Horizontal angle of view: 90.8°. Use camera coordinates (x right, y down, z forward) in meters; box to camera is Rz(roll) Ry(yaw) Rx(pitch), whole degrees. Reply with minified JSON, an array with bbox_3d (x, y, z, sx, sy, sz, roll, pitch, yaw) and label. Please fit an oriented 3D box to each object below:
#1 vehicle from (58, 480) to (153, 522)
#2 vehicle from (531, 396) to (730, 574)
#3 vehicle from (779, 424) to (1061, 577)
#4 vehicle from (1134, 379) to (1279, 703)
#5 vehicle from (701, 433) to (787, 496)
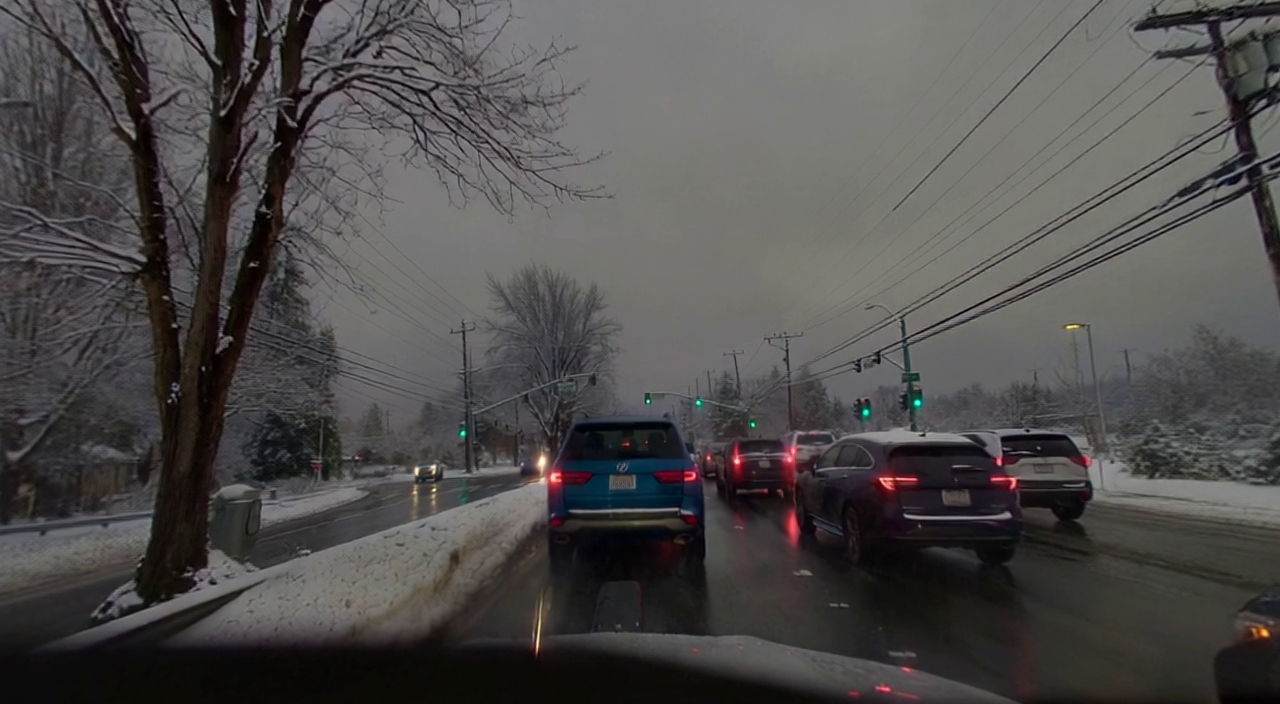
[{"bbox_3d":[-26.381,7.355,31.177,4.526,1.715,1.989,-11,-13,28],"label":"vehicle"},{"bbox_3d":[-0.140,1.817,9.353,2.231,1.998,4.254,0,-9,-1],"label":"vehicle"},{"bbox_3d":[3.432,1.890,8.892,1.880,1.579,4.401,0,-9,-1],"label":"vehicle"},{"bbox_3d":[3.276,0.629,0.740,1.889,1.517,4.308,0,-9,0],"label":"vehicle"},{"bbox_3d":[3.142,3.484,19.930,1.915,1.765,4.047,0,-9,-1],"label":"vehicle"}]
